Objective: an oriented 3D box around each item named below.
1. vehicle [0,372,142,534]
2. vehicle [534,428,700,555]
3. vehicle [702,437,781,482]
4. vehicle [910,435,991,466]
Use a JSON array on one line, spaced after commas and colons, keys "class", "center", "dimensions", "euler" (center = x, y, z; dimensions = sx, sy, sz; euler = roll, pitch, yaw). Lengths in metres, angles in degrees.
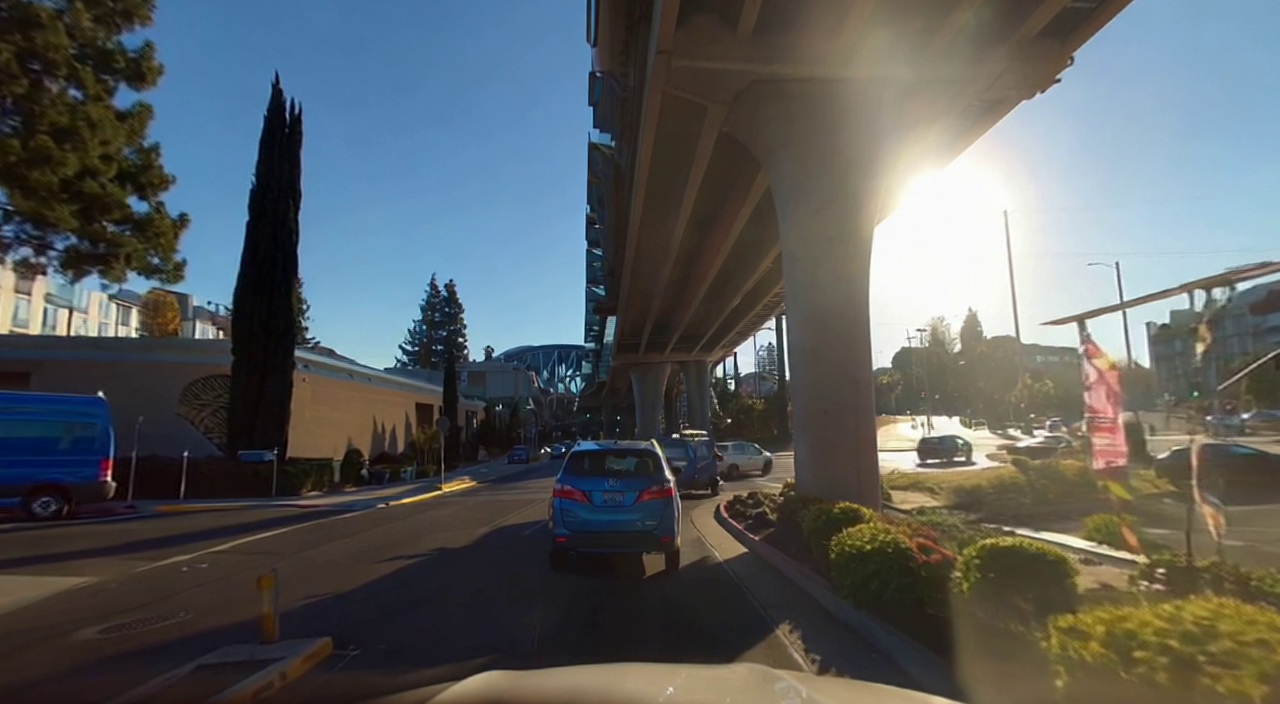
[{"class": "vehicle", "center": [-13.512, 1.920, 12.228], "dimensions": [5.356, 2.762, 2.644], "euler": [0, -8, 1]}, {"class": "vehicle", "center": [-0.213, 2.106, 10.329], "dimensions": [2.087, 1.578, 4.652], "euler": [0, -8, 2]}, {"class": "vehicle", "center": [4.456, 4.591, 27.328], "dimensions": [1.995, 1.762, 4.310], "euler": [-5, -10, 28]}, {"class": "vehicle", "center": [19.242, 6.095, 39.188], "dimensions": [4.425, 1.828, 2.032], "euler": [4, -9, -24]}]
